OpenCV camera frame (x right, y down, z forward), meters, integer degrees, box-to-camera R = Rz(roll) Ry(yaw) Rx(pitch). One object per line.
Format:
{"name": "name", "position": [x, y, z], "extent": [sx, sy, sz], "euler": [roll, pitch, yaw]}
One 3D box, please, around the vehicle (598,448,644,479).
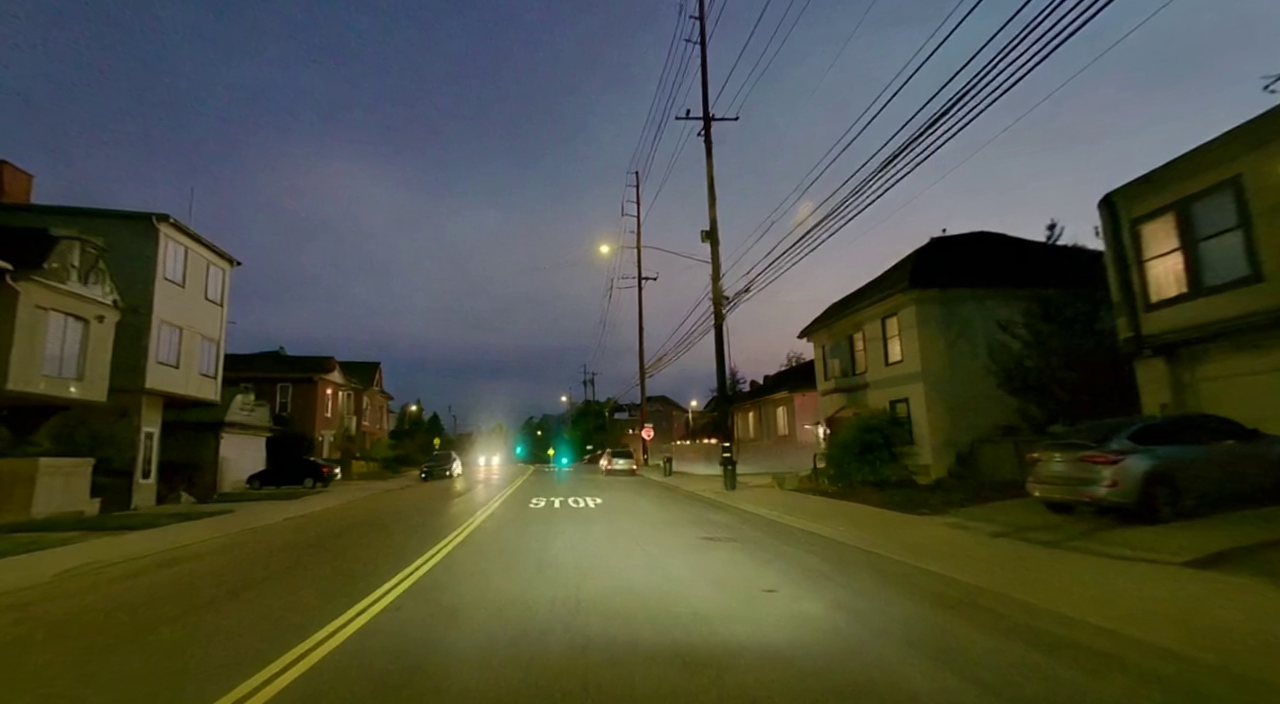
{"name": "vehicle", "position": [-1.121, 6.031, 34.505], "extent": [2.080, 1.531, 4.415], "euler": [1, -9, -7]}

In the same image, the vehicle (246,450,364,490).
{"name": "vehicle", "position": [-15.285, 5.386, 29.030], "extent": [4.266, 1.674, 1.933], "euler": [1, -9, -7]}

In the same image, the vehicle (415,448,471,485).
{"name": "vehicle", "position": [-11.137, 6.462, 36.023], "extent": [2.156, 1.728, 4.619], "euler": [-1, -7, -6]}

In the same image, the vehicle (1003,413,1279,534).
{"name": "vehicle", "position": [7.774, 1.717, 9.196], "extent": [3.825, 1.547, 1.829], "euler": [0, -9, -2]}
